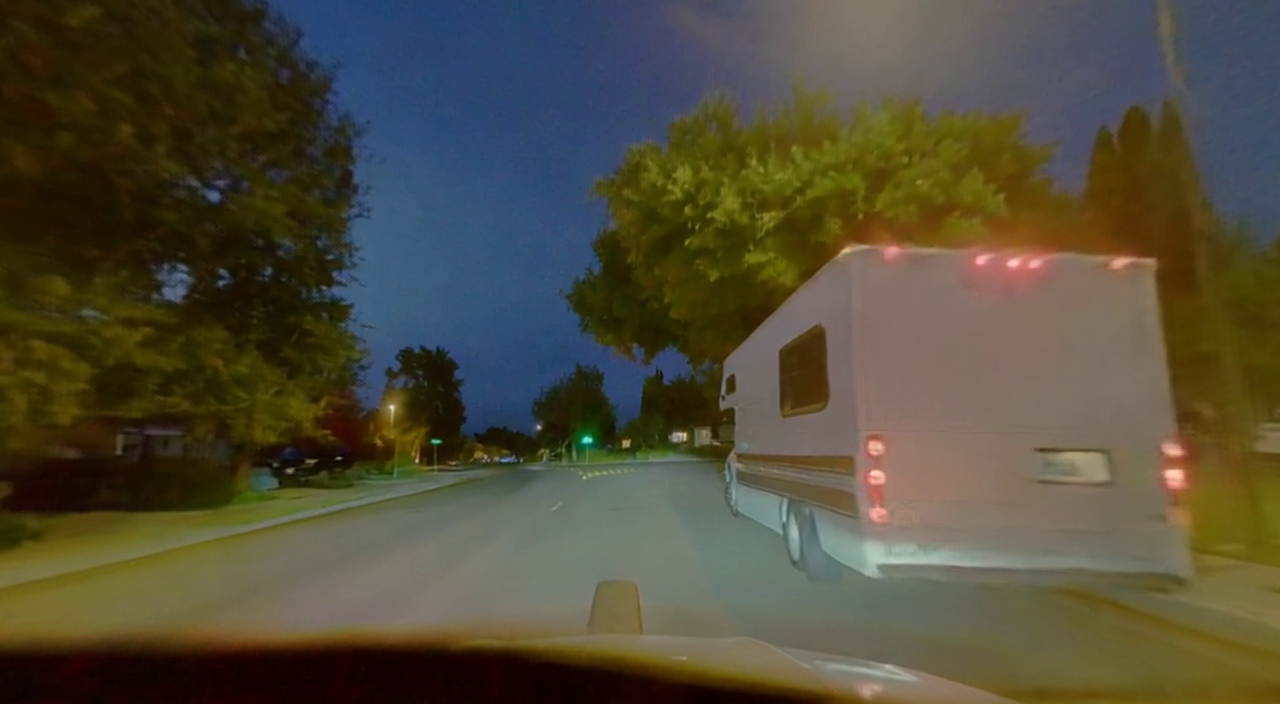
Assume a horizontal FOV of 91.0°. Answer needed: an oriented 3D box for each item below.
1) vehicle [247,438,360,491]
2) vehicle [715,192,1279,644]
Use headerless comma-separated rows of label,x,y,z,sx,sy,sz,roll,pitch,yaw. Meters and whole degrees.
vehicle,-13.058,4.370,24.832,2.111,1.856,4.803,0,-8,-5
vehicle,3.150,1.037,8.996,2.915,3.243,8.972,0,-8,-1
